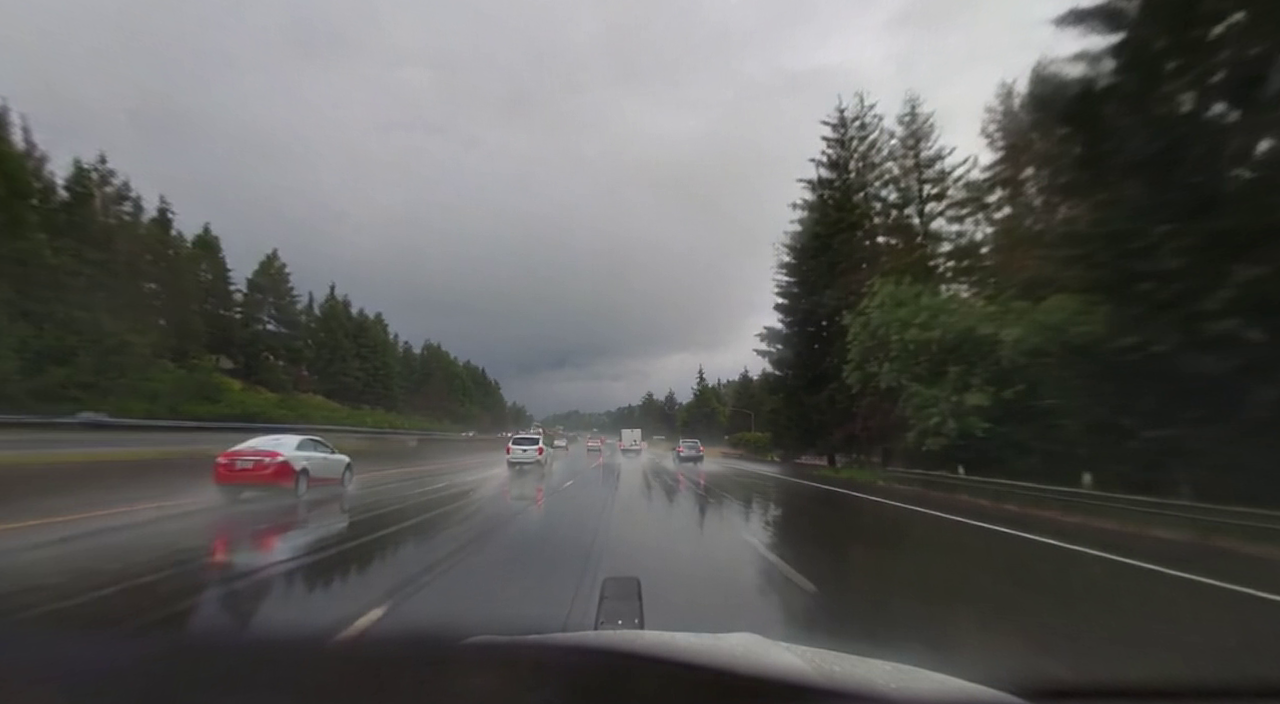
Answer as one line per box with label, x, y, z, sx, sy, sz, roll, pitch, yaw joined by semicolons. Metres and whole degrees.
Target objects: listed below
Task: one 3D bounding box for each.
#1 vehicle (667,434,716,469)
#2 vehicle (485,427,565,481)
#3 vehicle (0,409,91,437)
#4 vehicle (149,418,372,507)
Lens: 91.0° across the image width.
vehicle;2.642;5.210;33.173;2.053;1.698;4.097;0;-8;-2
vehicle;-3.911;3.566;22.206;2.002;1.680;4.301;0;-8;0
vehicle;-34.986;4.228;37.003;1.683;1.458;4.062;0;-8;1
vehicle;-8.323;2.478;14.502;2.237;1.703;4.681;0;-8;-1
